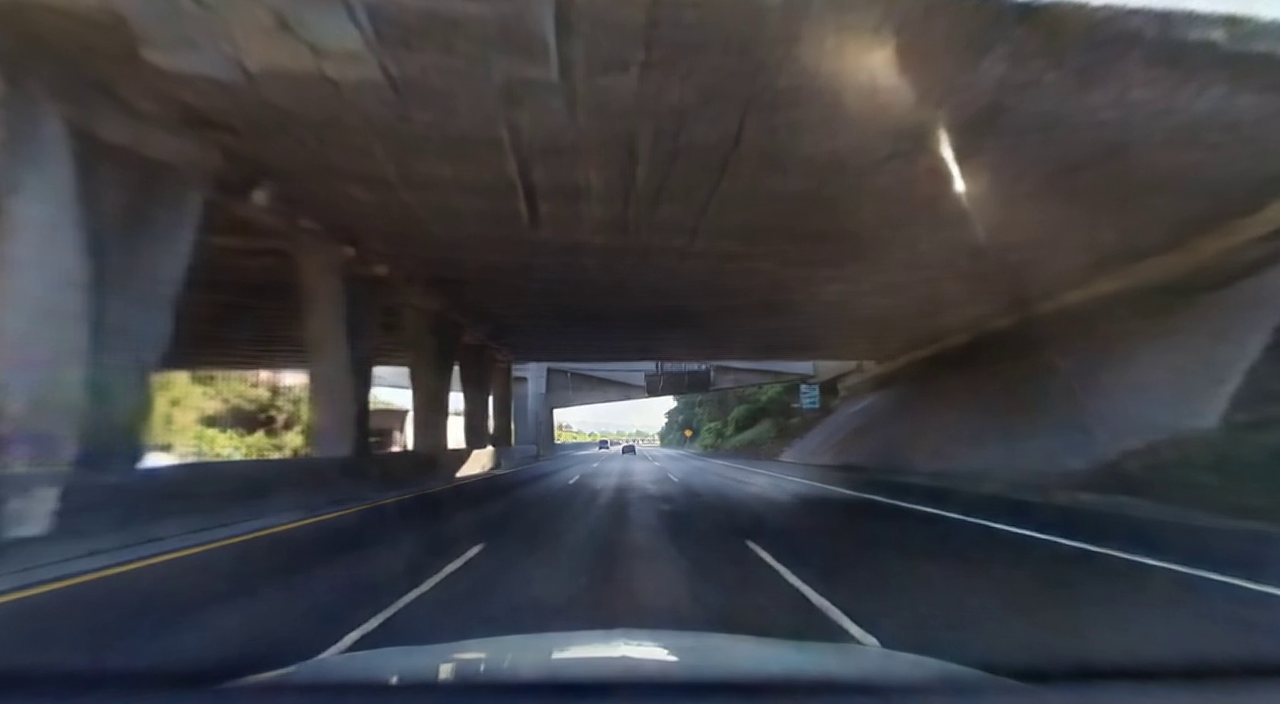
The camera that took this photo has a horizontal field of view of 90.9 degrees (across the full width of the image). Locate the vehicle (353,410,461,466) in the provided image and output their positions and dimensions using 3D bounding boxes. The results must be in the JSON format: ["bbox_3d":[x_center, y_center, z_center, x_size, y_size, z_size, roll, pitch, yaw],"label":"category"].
[{"bbox_3d":[-16.891,6.447,47.432,2.982,3.570,14.255,0,-8,-1],"label":"vehicle"}]

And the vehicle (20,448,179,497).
[{"bbox_3d":[-19.832,4.393,23.469,1.889,1.516,4.588,0,-8,-1],"label":"vehicle"}]
